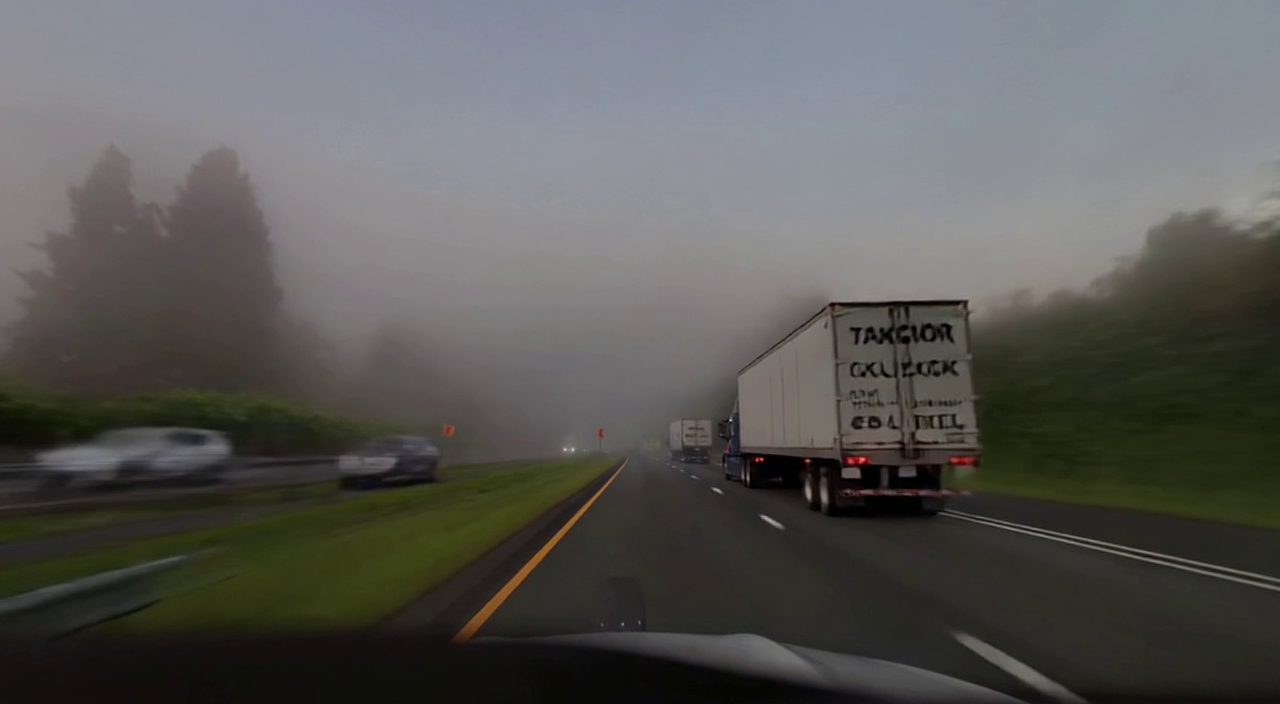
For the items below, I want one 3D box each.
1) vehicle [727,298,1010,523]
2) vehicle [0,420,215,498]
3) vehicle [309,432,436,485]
[{"bbox_3d":[5.090,2.109,18.569,2.929,4.093,14.258,0,-9,0],"label":"vehicle"},{"bbox_3d":[-11.466,2.298,13.700,1.794,1.456,3.754,0,-9,0],"label":"vehicle"},{"bbox_3d":[-8.008,3.250,19.371,2.029,1.440,4.247,0,-9,0],"label":"vehicle"}]
